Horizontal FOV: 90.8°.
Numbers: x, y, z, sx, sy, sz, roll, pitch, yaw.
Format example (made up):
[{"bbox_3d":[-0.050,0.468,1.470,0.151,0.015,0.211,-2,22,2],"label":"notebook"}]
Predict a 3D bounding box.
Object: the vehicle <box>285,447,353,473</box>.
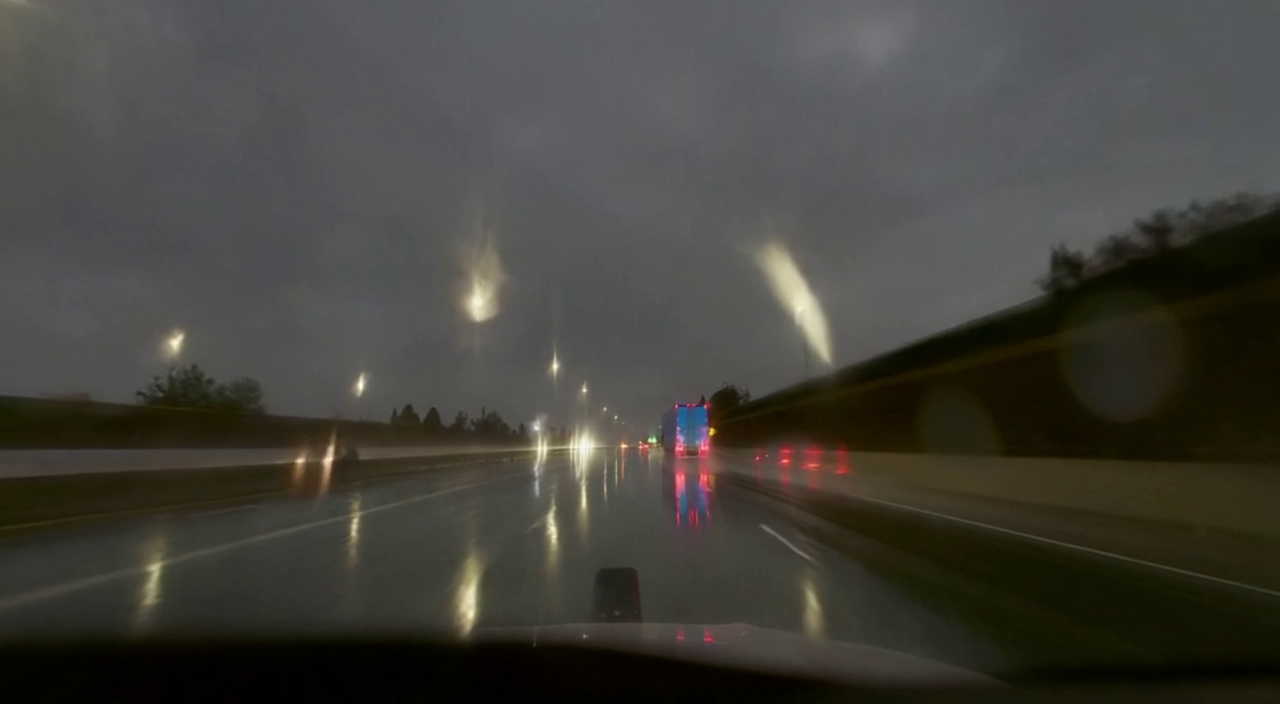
[{"bbox_3d":[-19.282,6.465,38.179,1.798,1.453,4.393,0,-9,0],"label":"vehicle"}]
